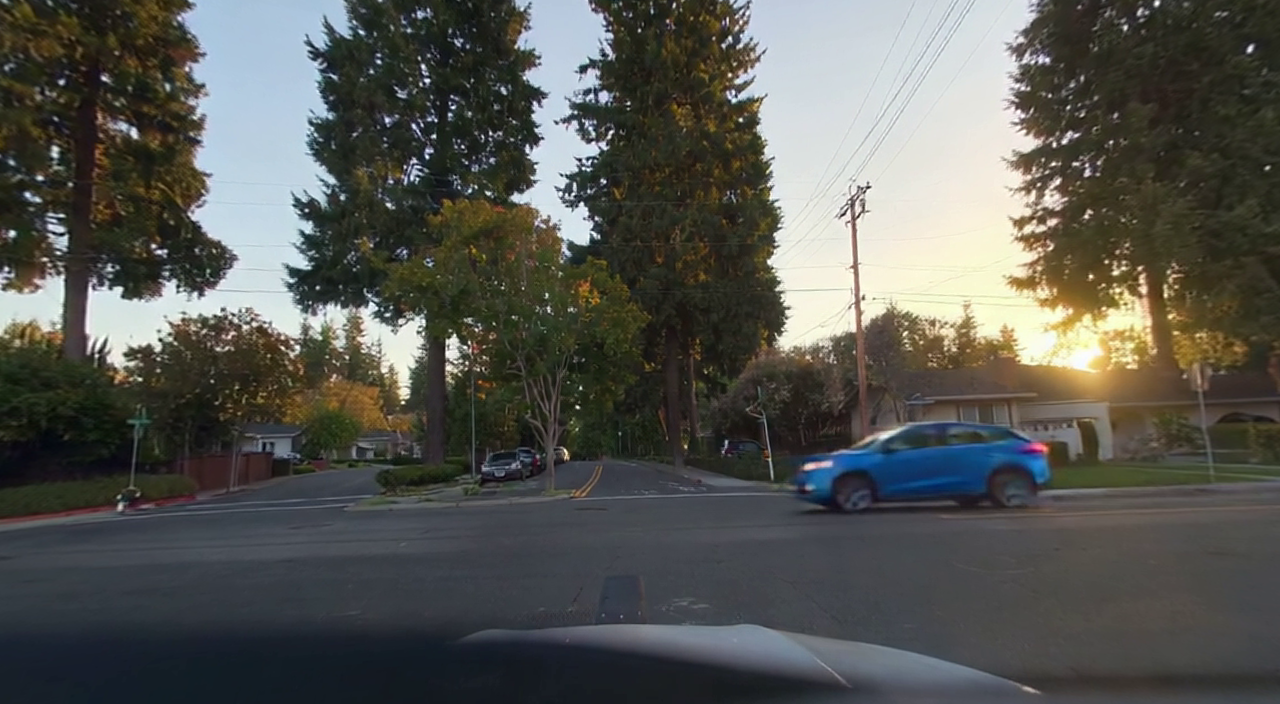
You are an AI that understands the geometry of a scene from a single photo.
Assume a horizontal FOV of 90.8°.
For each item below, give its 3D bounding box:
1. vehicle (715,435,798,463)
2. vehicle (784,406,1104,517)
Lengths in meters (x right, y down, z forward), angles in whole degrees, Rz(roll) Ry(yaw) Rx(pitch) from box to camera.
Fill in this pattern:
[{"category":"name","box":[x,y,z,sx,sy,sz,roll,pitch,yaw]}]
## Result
[{"category":"vehicle","box":[7.262,6.062,39.646,4.784,1.647,1.947,0,-8,-5]},{"category":"vehicle","box":[5.386,1.994,11.773,4.809,1.834,2.181,0,-8,-2]}]
